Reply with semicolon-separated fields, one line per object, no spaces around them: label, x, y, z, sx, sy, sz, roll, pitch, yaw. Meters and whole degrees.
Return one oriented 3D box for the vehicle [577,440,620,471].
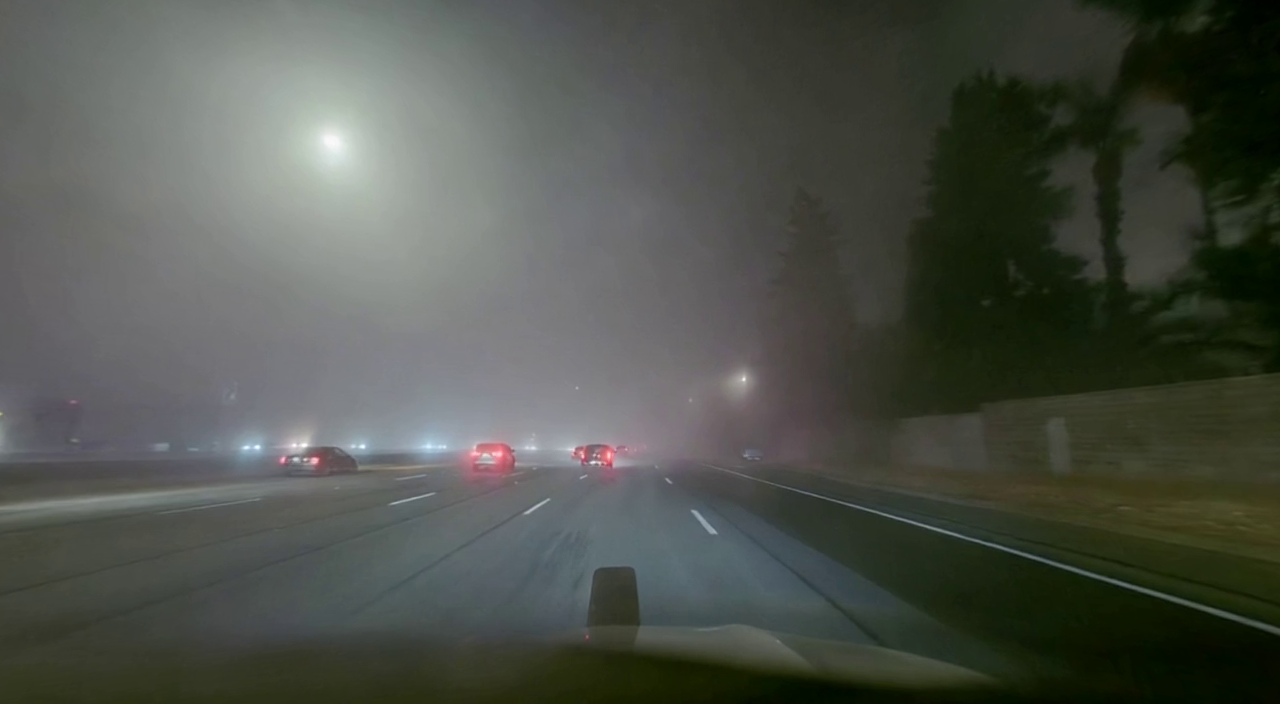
vehicle;-2.249;5.829;35.710;2.201;1.672;4.128;0;-9;-1

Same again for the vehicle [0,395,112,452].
vehicle;-40.421;4.949;42.625;2.972;3.490;7.172;-1;-9;4

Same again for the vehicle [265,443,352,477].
vehicle;-16.969;5.523;32.606;1.916;1.610;4.445;0;-9;2

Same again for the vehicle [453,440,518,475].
vehicle;-7.835;5.393;32.471;2.204;1.677;4.438;0;-9;0
